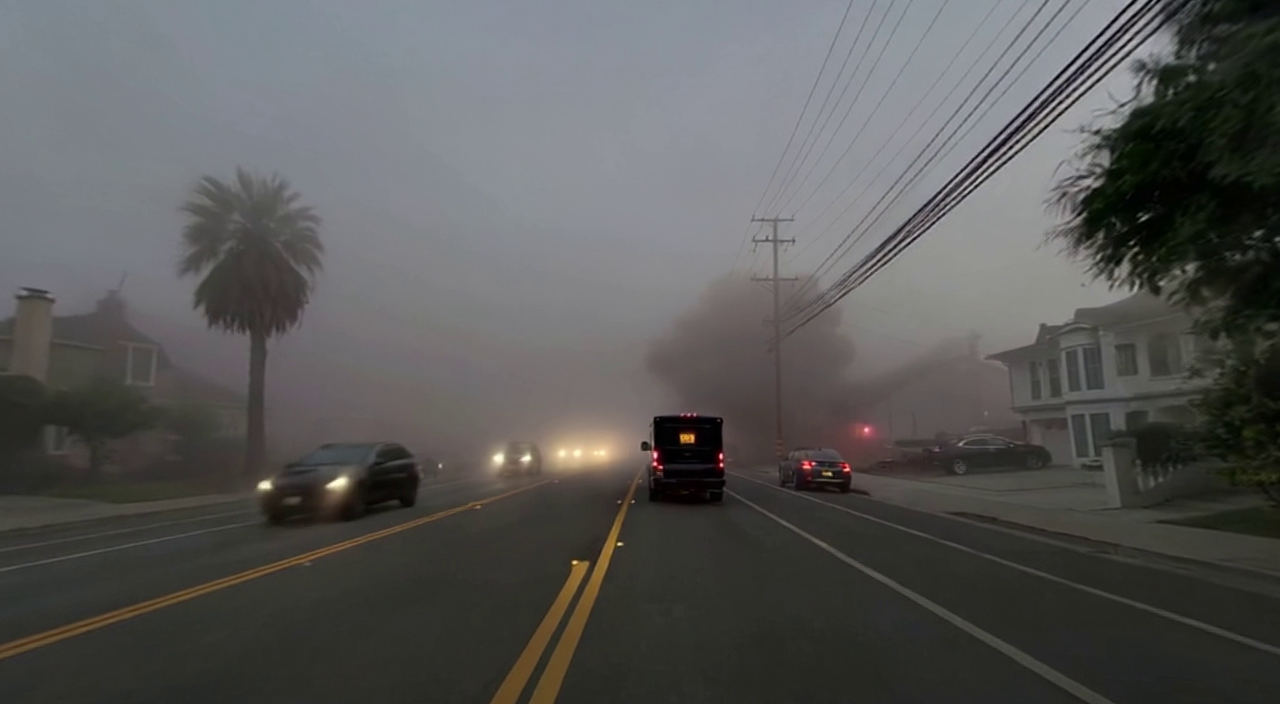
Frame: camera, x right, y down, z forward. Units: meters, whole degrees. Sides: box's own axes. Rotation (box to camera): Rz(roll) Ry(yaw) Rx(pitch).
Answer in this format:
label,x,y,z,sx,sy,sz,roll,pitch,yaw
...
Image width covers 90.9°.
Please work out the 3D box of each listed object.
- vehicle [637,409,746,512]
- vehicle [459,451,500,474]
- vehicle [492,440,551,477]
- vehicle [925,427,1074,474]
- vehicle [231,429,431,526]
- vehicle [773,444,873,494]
label,x,y,z,sx,sy,sz,roll,pitch,yaw
vehicle,1.030,2.501,14.920,2.168,2.040,4.527,0,-8,0
vehicle,-11.423,7.848,44.965,1.841,1.356,3.938,-6,-8,-1
vehicle,-5.684,5.157,30.688,1.965,1.653,4.251,0,-8,1
vehicle,14.920,4.095,26.414,4.749,1.699,2.311,-2,-7,2
vehicle,-6.219,2.557,13.421,1.948,1.706,4.407,0,-8,1
vehicle,5.840,3.776,20.746,2.022,1.456,4.246,0,-8,0
